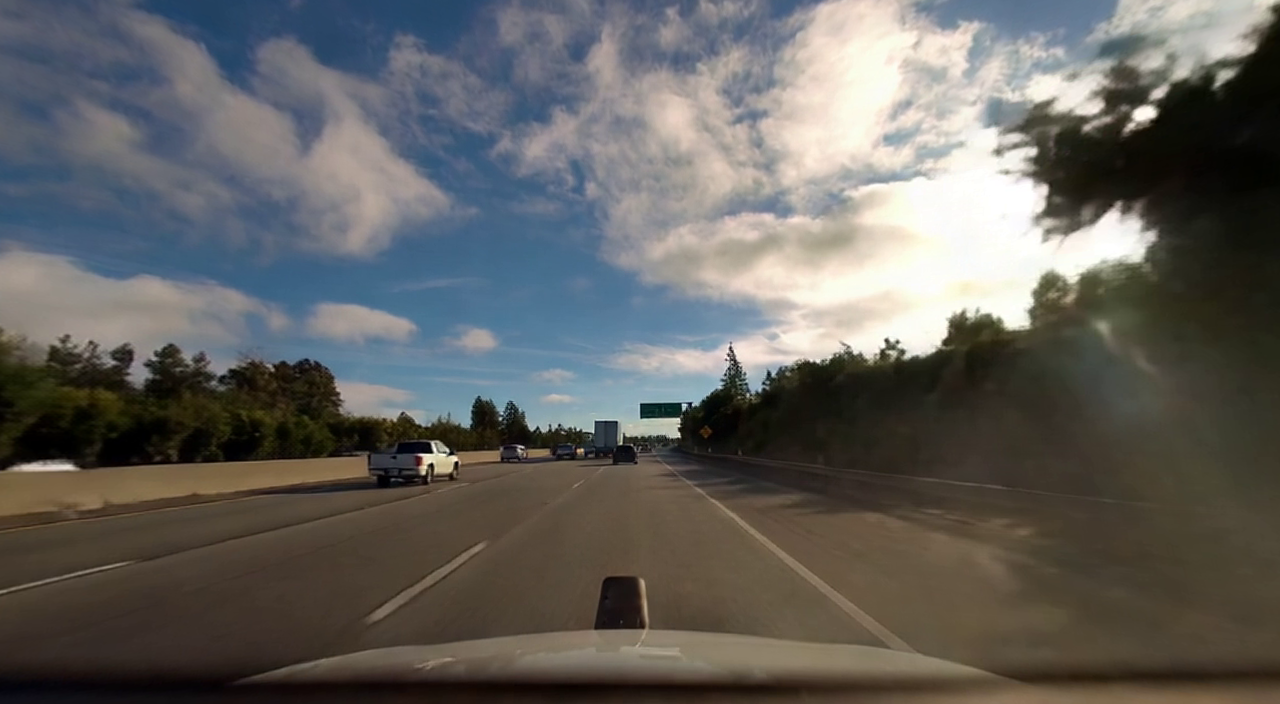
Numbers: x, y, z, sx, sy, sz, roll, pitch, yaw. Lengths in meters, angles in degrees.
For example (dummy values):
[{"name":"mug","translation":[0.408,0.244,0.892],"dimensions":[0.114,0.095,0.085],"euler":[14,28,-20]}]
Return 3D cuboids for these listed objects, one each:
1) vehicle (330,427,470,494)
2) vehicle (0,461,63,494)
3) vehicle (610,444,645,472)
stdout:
[{"name":"vehicle","translation":[-7.330,3.385,20.043],"dimensions":[2.115,1.778,5.572],"euler":[0,-9,1]},{"name":"vehicle","translation":[-32.551,6.420,32.212],"dimensions":[1.807,1.510,4.467],"euler":[0,-9,0]},{"name":"vehicle","translation":[-0.693,6.265,37.518],"dimensions":[1.931,1.528,4.126],"euler":[0,-9,1]}]
